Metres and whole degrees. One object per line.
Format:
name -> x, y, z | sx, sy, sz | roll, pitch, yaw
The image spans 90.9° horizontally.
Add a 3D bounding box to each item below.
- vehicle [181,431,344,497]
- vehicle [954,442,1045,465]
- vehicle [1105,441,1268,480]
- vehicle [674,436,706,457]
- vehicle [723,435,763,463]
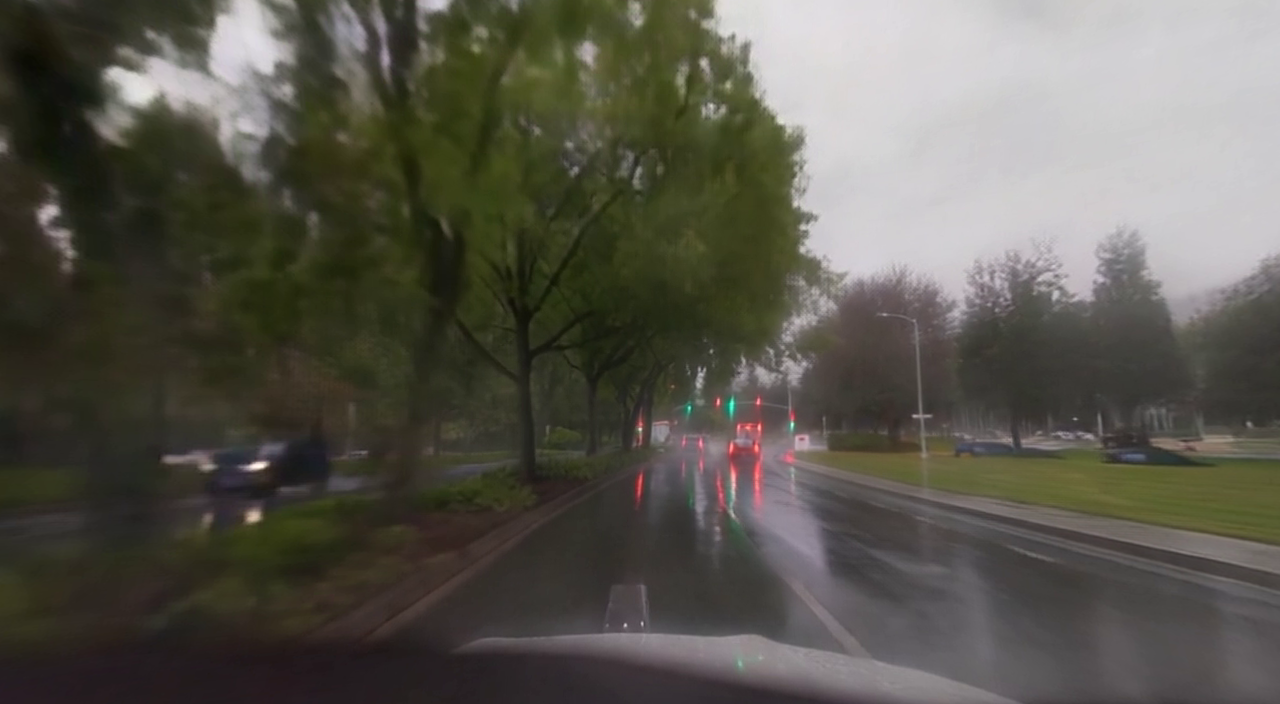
vehicle -> -11.177, 3.324, 19.150 | 1.969, 1.755, 4.518 | 0, -8, 2
vehicle -> 22.947, 6.472, 40.433 | 4.627, 1.418, 1.800 | -1, -8, 9
vehicle -> 21.737, 4.323, 25.242 | 4.322, 1.467, 2.457 | 1, -8, -3
vehicle -> 3.877, 7.213, 48.294 | 2.066, 1.482, 4.273 | -1, -8, 9
vehicle -> 5.857, 5.595, 36.426 | 1.989, 1.497, 4.436 | -1, -8, 6
